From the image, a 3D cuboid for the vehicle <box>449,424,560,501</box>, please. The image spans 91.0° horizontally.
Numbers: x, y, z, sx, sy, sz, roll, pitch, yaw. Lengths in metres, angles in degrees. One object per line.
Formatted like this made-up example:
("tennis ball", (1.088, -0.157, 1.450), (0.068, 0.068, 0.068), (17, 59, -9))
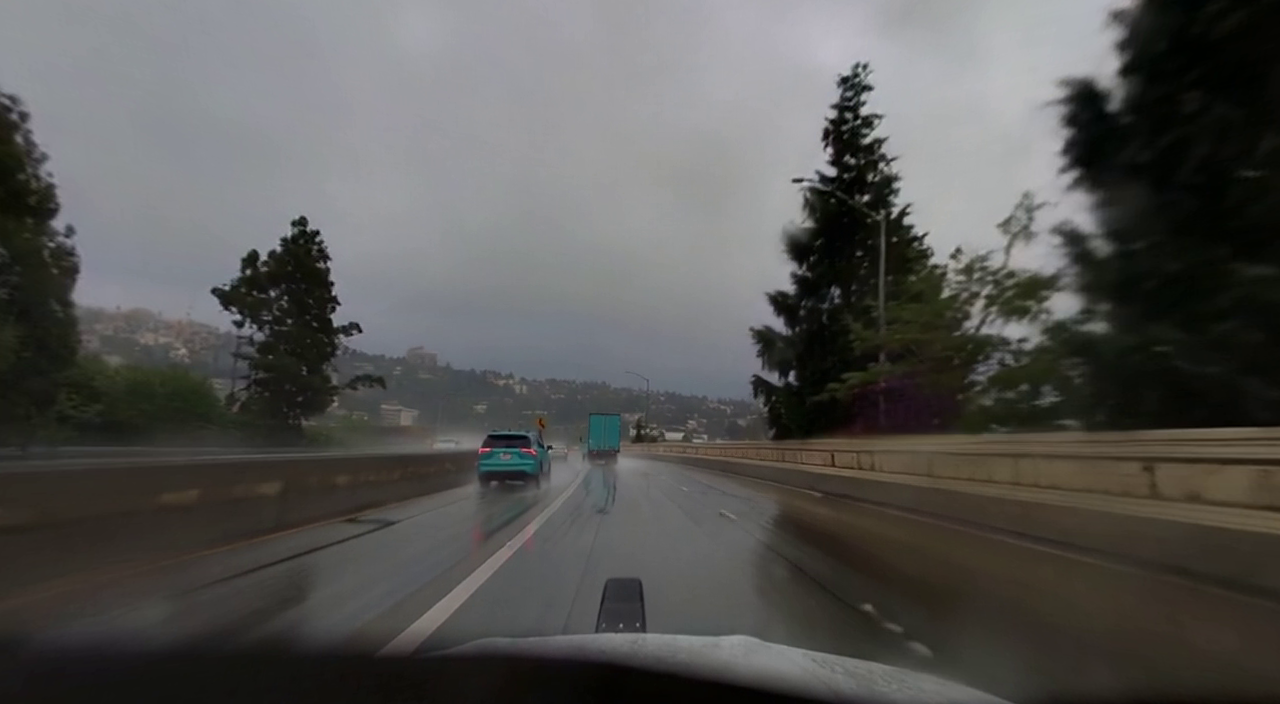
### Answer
("vehicle", (-3.409, 2.877, 16.746), (2.041, 1.734, 4.391), (1, -9, -1))
